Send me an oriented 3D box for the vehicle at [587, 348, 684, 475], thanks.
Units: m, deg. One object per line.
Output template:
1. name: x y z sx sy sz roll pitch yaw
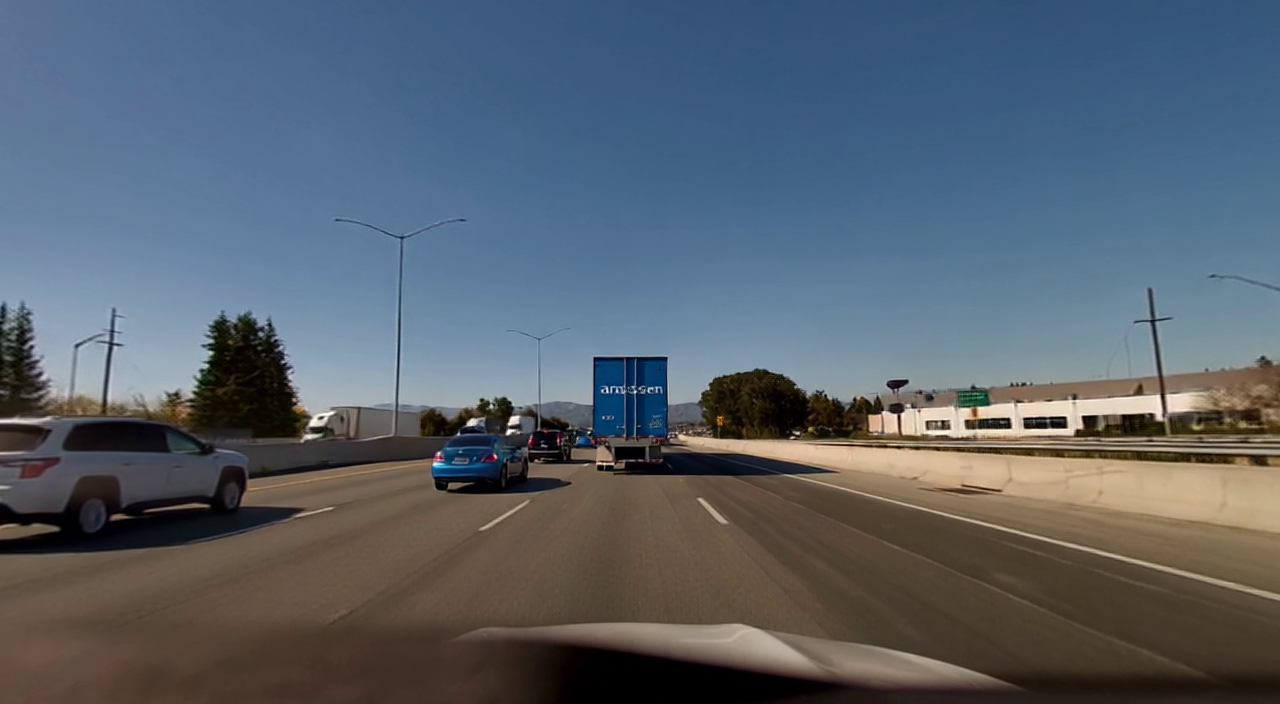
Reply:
1. vehicle: -0.301 2.679 26.287 3.171 4.204 11.036 0 -8 -2

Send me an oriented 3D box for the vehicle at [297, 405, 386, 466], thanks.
1. vehicle: -22.005 6.220 46.845 3.113 4.229 6.375 0 -8 3

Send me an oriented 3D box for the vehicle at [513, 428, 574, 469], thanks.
1. vehicle: -4.074 4.122 27.100 1.946 1.599 4.073 0 -8 0

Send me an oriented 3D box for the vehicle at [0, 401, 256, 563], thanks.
1. vehicle: -7.777 1.663 8.814 1.998 1.698 4.461 0 -8 -1

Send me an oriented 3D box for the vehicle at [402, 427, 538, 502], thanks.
1. vehicle: -3.838 2.601 15.048 1.964 1.507 4.361 0 -8 1
